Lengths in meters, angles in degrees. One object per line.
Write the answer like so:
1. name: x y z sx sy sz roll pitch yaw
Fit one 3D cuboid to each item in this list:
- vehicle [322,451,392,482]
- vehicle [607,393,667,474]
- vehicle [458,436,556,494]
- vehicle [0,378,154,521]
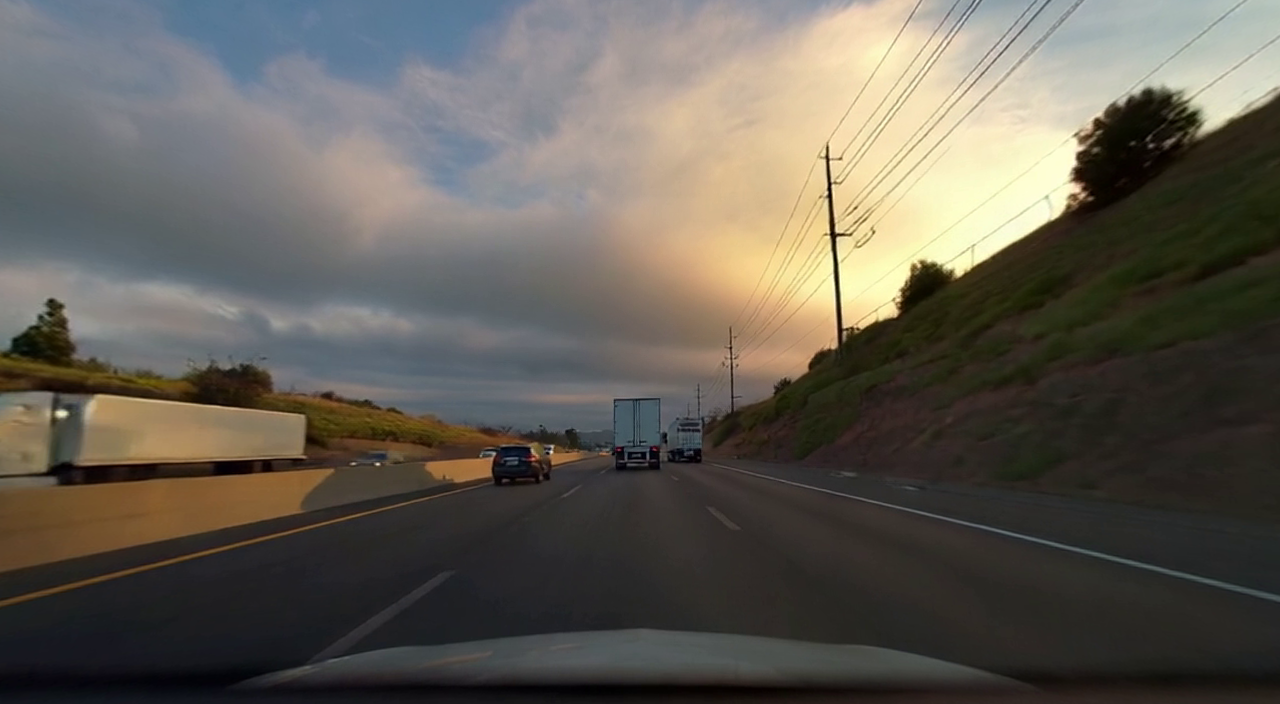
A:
1. vehicle: -15.273 6.191 34.336 1.867 1.518 4.106 0 -9 0
2. vehicle: -0.129 4.897 36.992 2.985 4.025 10.982 0 -9 0
3. vehicle: -4.171 3.630 20.645 2.170 1.657 4.573 0 -9 1
4. vehicle: -19.767 3.151 20.436 2.983 4.049 5.976 0 -9 0
